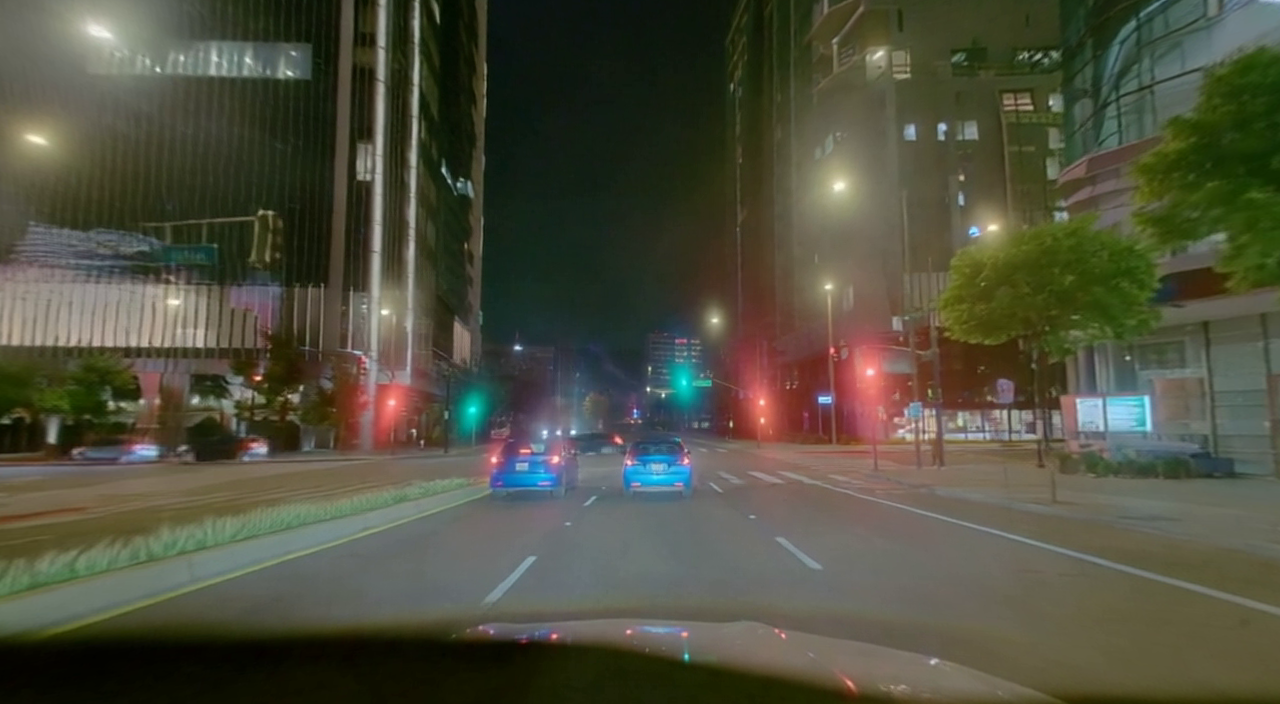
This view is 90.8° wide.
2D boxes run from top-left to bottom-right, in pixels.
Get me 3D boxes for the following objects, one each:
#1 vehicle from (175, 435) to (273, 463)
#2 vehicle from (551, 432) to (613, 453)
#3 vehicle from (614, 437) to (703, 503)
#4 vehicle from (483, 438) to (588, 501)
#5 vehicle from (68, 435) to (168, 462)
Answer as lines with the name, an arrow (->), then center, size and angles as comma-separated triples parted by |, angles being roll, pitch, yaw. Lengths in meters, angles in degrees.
vehicle -> -26.298, 6.142, 40.111 | 4.694, 1.677, 1.847 | 2, -9, -13
vehicle -> -4.408, 6.827, 47.763 | 4.533, 1.520, 1.887 | 1, -9, -9
vehicle -> 0.429, 2.972, 16.306 | 2.016, 1.478, 3.795 | 0, -9, 0
vehicle -> -2.683, 3.159, 17.393 | 1.995, 1.479, 4.627 | 0, -9, 1
vehicle -> -34.448, 6.392, 41.864 | 4.410, 1.656, 2.302 | 2, -9, -12
